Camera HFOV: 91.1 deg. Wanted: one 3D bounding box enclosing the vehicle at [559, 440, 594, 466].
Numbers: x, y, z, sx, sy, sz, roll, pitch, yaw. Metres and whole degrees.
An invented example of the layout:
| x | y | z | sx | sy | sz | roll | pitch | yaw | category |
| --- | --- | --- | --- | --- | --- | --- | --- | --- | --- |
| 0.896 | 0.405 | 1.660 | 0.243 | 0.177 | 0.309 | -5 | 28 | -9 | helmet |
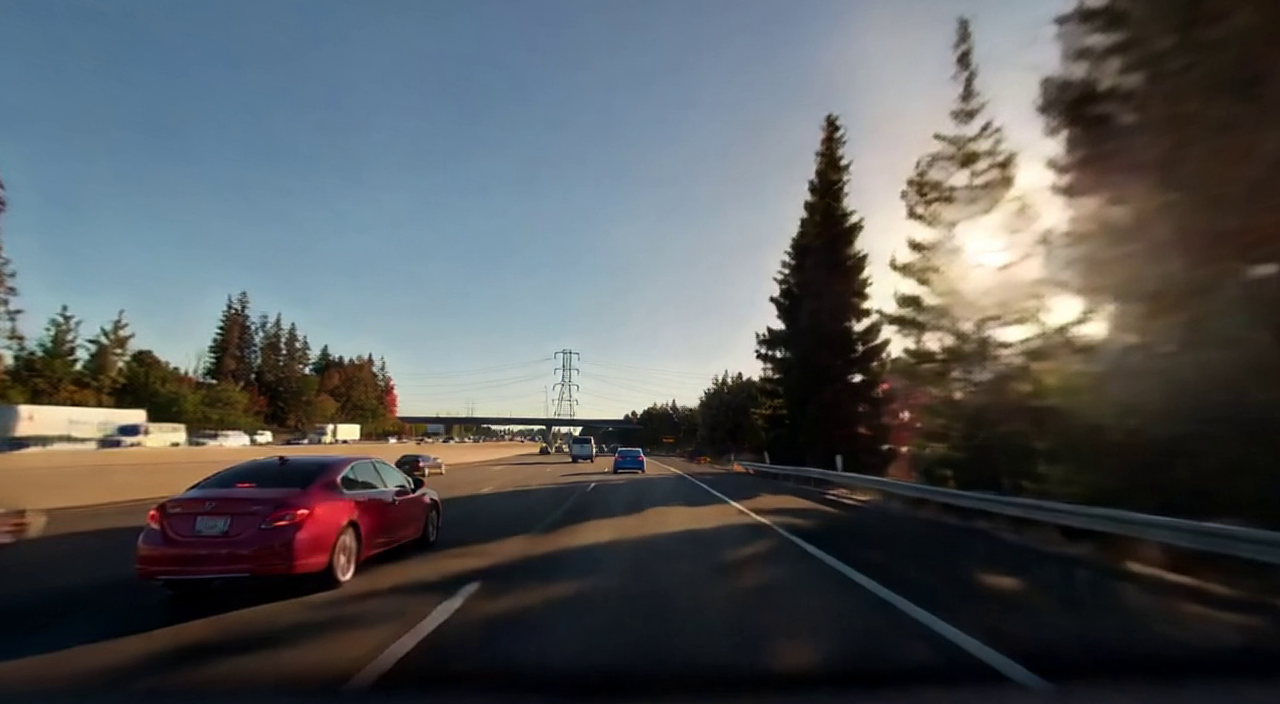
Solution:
| x | y | z | sx | sy | sz | roll | pitch | yaw | category |
| --- | --- | --- | --- | --- | --- | --- | --- | --- | --- |
| -4.582 | 7.365 | 45.875 | 2.174 | 1.806 | 3.932 | 0 | -9 | -1 | vehicle |

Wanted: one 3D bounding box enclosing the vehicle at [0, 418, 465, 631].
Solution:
| x | y | z | sx | sy | sz | roll | pitch | yaw | category |
| --- | --- | --- | --- | --- | --- | --- | --- | --- | --- |
| -3.620 | 1.604 | 6.903 | 2.035 | 1.514 | 4.600 | 0 | -9 | 0 | vehicle |

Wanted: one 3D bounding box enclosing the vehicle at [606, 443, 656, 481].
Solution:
| x | y | z | sx | sy | sz | roll | pitch | yaw | category |
| --- | --- | --- | --- | --- | --- | --- | --- | --- | --- |
| -0.383 | 4.619 | 26.659 | 1.954 | 1.460 | 3.983 | 1 | -9 | -1 | vehicle |
